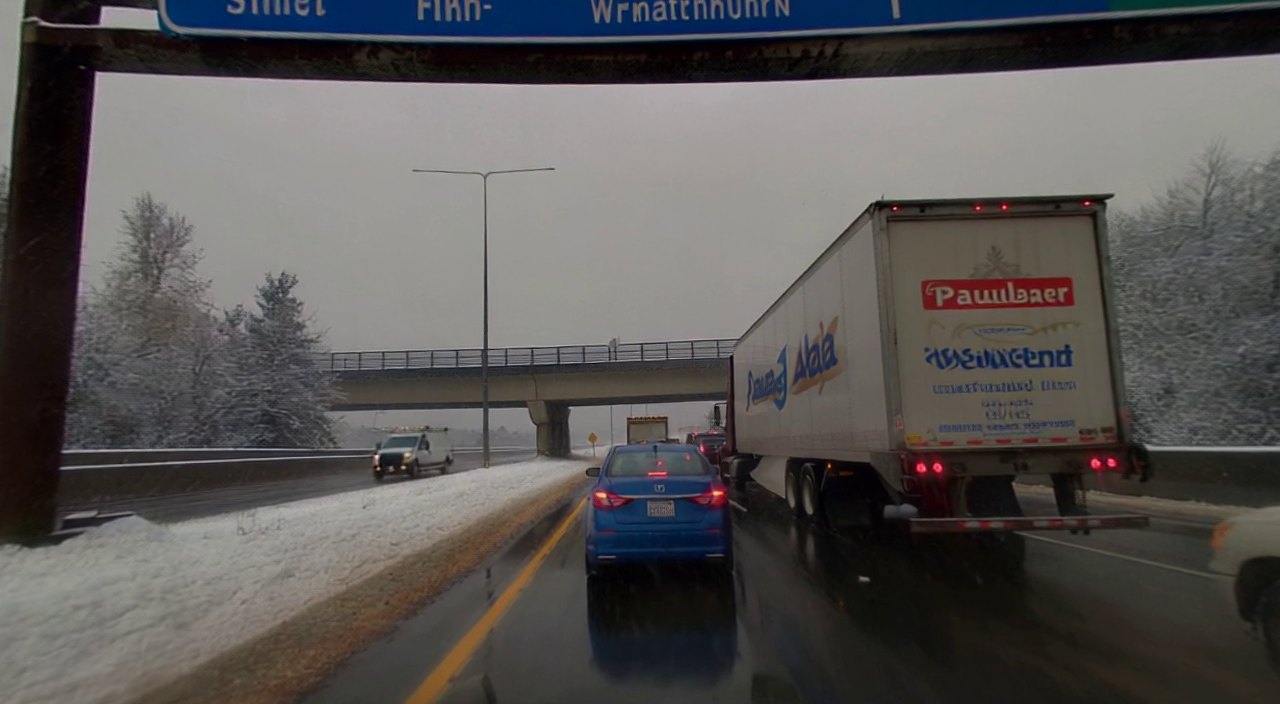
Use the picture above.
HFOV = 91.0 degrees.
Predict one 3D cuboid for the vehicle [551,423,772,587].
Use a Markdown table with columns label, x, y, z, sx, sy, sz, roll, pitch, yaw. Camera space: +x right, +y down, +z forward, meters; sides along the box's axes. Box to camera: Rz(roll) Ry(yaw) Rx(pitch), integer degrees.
| label | x | y | z | sx | sy | sz | roll | pitch | yaw |
| --- | --- | --- | --- | --- | --- | --- | --- | --- | --- |
| vehicle | 0.182 | 1.679 | 7.714 | 2.045 | 1.490 | 3.597 | -1 | -8 | 0 |

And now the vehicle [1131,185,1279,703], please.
| label | x | y | z | sx | sy | sz | roll | pitch | yaw |
| --- | --- | --- | --- | --- | --- | --- | --- | --- | --- |
| vehicle | 4.734 | 0.112 | 0.654 | 2.892 | 2.615 | 6.650 | 0 | -8 | -2 |

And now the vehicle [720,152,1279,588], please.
| label | x | y | z | sx | sy | sz | roll | pitch | yaw |
| --- | --- | --- | --- | --- | --- | --- | --- | --- | --- |
| vehicle | 4.198 | 1.062 | 12.966 | 2.827 | 4.081 | 14.305 | 0 | -8 | -1 |

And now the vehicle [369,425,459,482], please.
| label | x | y | z | sx | sy | sz | roll | pitch | yaw |
| --- | --- | --- | --- | --- | --- | --- | --- | --- | --- |
| vehicle | -12.302 | 5.540 | 34.897 | 2.524 | 2.800 | 6.564 | -1 | -8 | 0 |
